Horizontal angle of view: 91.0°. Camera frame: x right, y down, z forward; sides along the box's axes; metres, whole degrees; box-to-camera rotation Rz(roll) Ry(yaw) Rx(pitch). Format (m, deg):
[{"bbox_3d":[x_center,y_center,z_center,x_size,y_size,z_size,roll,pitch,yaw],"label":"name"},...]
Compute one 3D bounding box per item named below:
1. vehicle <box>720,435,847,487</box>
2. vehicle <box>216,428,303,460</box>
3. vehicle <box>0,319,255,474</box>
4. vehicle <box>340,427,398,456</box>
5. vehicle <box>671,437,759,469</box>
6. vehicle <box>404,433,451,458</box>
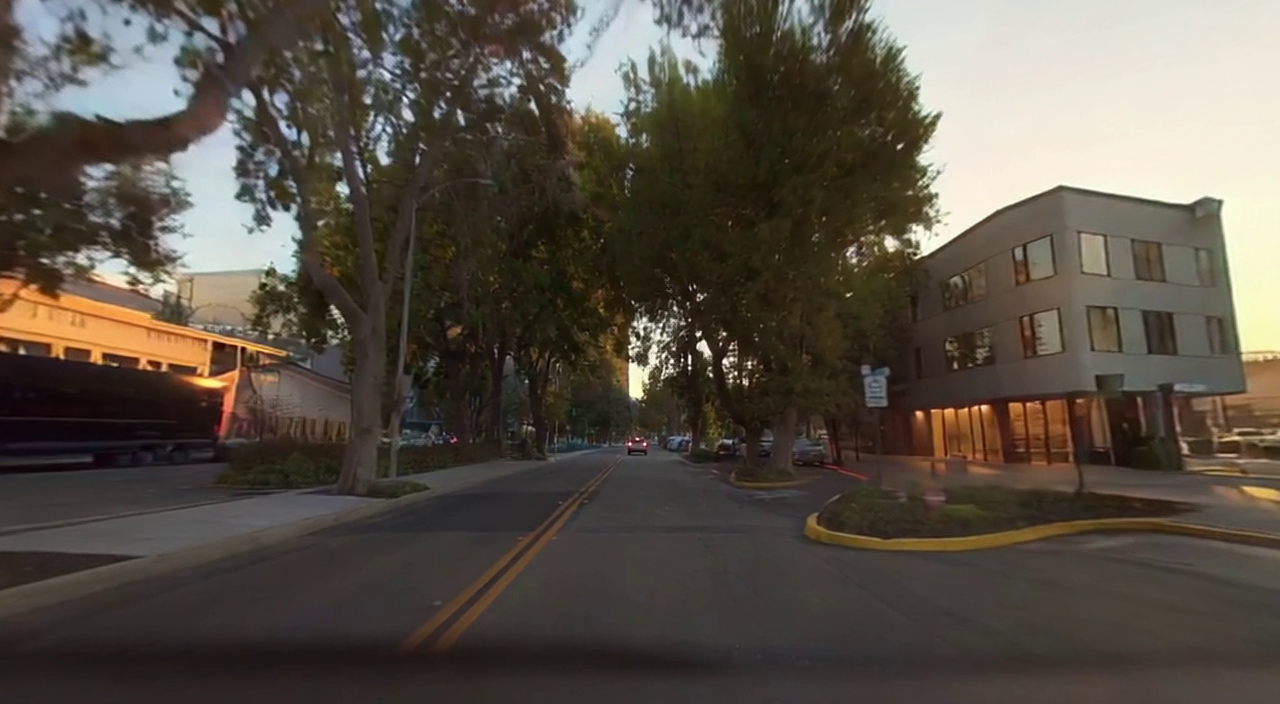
[{"bbox_3d":[4.621,3.401,20.057,3.896,1.488,1.868,6,-10,-38],"label":"vehicle"},{"bbox_3d":[-18.968,4.613,31.590,1.828,1.502,4.103,0,-8,-1],"label":"vehicle"},{"bbox_3d":[-18.857,1.811,21.250,3.054,4.140,14.110,-1,-8,-1],"label":"vehicle"},{"bbox_3d":[-19.108,6.339,44.570,1.963,1.843,4.866,-1,-8,-1],"label":"vehicle"},{"bbox_3d":[3.946,5.222,32.827,4.424,1.498,1.854,5,-10,-36],"label":"vehicle"},{"bbox_3d":[-15.463,6.805,45.943,2.012,1.655,4.241,0,-8,-1],"label":"vehicle"}]
